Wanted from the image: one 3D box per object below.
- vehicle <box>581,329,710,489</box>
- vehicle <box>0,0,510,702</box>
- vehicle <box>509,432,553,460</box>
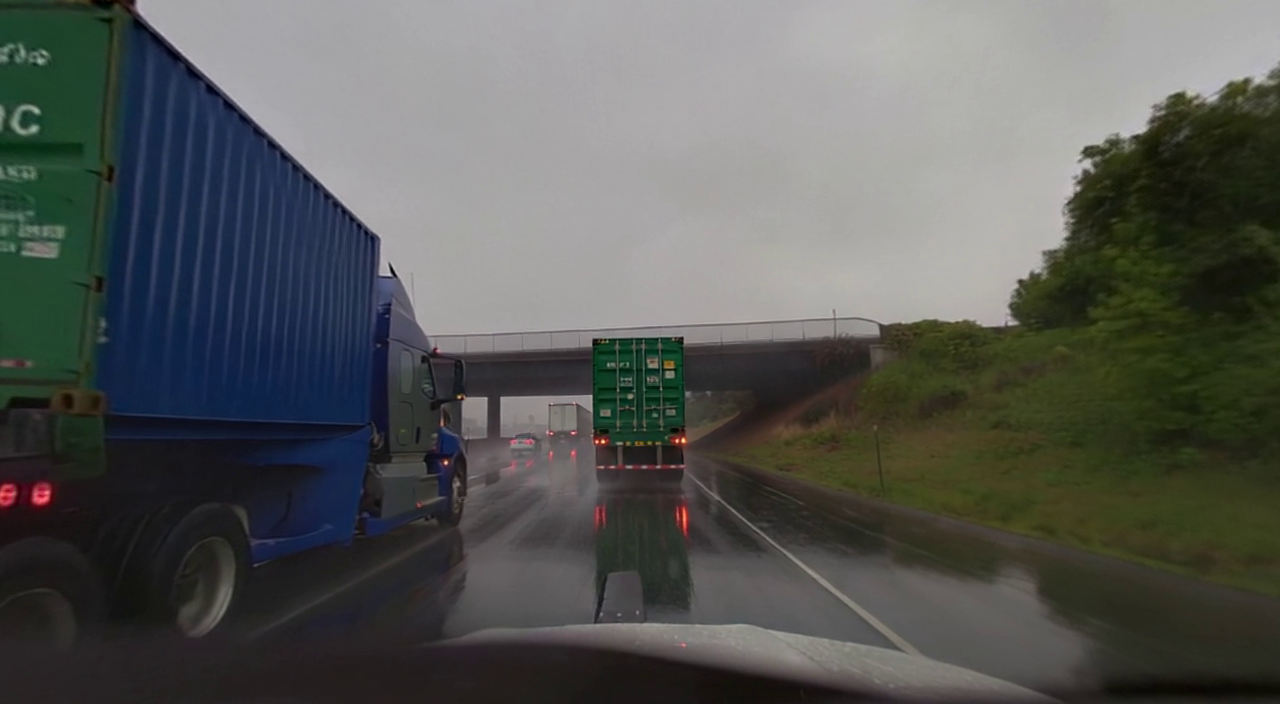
[{"bbox_3d":[0.062,2.021,20.502,3.357,4.212,7.519,0,-9,-1],"label":"vehicle"},{"bbox_3d":[-3.740,0.290,6.846,3.187,3.949,6.963,0,-9,0],"label":"vehicle"},{"bbox_3d":[-7.213,6.264,42.238,2.163,1.772,4.244,0,-9,0],"label":"vehicle"}]
